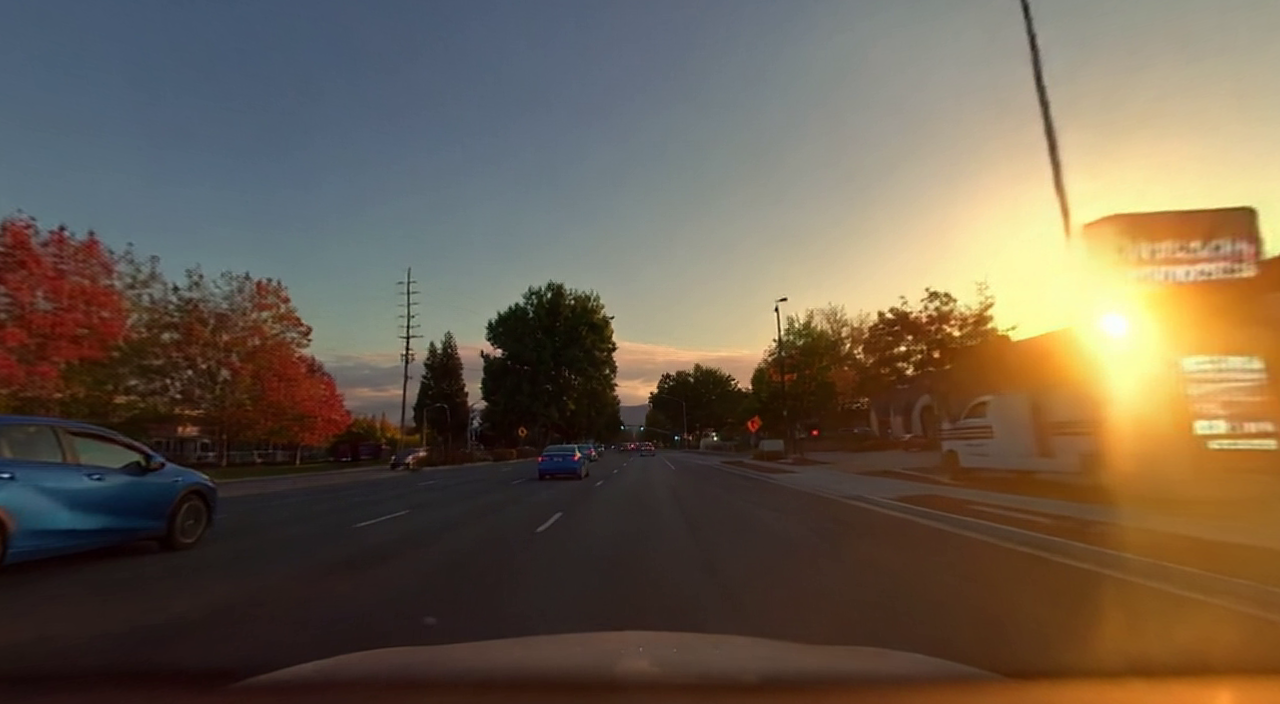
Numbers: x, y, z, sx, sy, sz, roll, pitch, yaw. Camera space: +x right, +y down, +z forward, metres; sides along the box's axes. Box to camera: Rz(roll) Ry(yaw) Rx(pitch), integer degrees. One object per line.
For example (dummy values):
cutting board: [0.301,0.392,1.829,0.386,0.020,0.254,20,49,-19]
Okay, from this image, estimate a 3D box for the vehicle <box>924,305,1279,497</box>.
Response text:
vehicle: [11.996,1.712,17.545,2.995,3.704,10.928,0,-9,-1]

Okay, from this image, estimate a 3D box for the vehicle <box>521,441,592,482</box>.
vehicle: [-3.203,4.323,25.237,2.152,1.479,4.394,0,-9,1]

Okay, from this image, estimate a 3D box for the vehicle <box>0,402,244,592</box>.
vehicle: [-6.893,1.510,6.977,2.043,1.726,4.472,0,-9,1]
